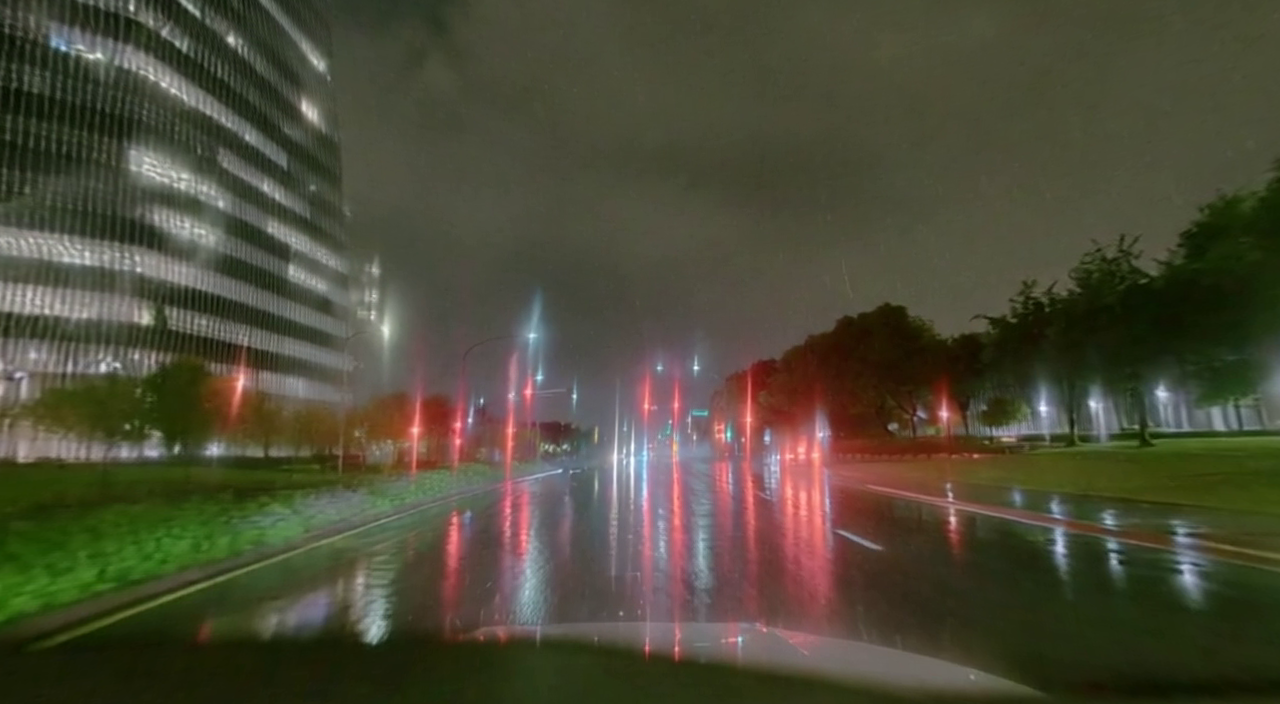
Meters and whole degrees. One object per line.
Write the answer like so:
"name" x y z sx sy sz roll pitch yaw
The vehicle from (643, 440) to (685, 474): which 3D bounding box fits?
"vehicle" 1.277 5.561 33.555 2.092 1.660 4.319 0 -9 2
